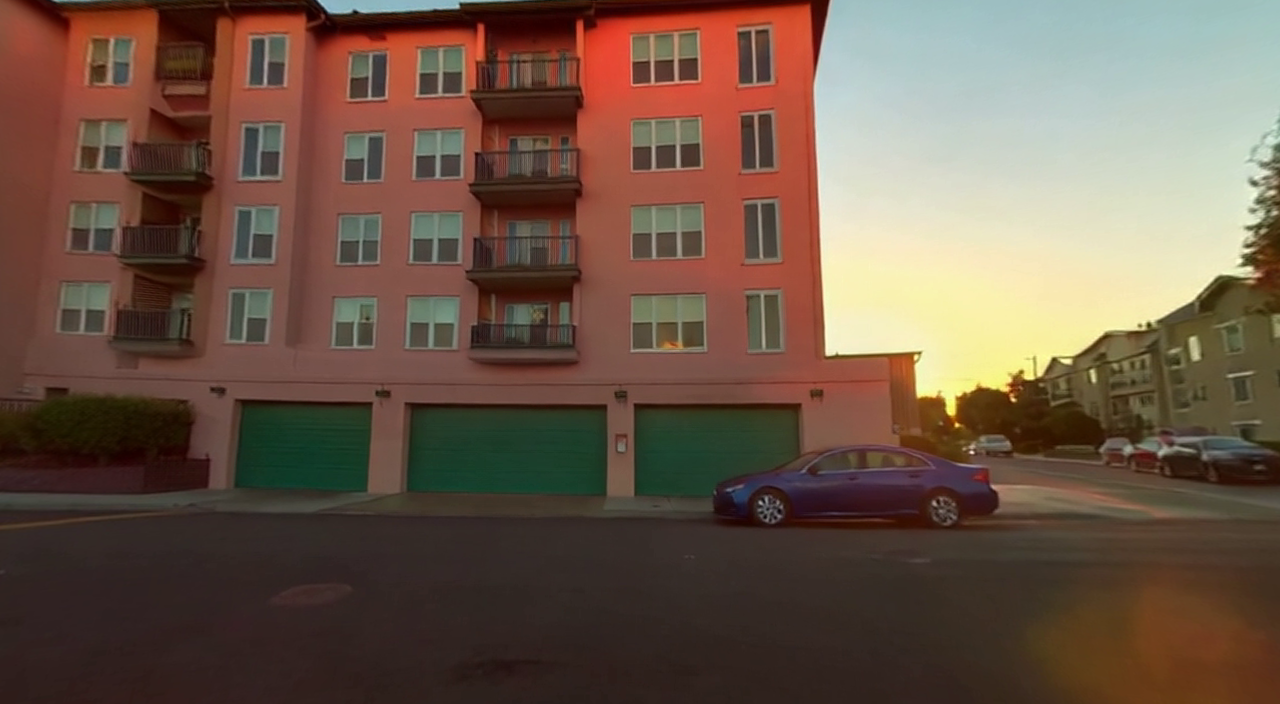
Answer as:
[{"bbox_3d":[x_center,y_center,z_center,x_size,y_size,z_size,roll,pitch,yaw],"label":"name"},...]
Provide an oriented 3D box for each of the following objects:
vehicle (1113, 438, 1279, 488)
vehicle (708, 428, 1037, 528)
[{"bbox_3d":[17.650,3.443,19.757,3.905,1.475,2.057,-1,-8,5],"label":"vehicle"},{"bbox_3d":[3.518,2.002,10.369,4.697,1.444,1.825,-1,-8,5],"label":"vehicle"}]
